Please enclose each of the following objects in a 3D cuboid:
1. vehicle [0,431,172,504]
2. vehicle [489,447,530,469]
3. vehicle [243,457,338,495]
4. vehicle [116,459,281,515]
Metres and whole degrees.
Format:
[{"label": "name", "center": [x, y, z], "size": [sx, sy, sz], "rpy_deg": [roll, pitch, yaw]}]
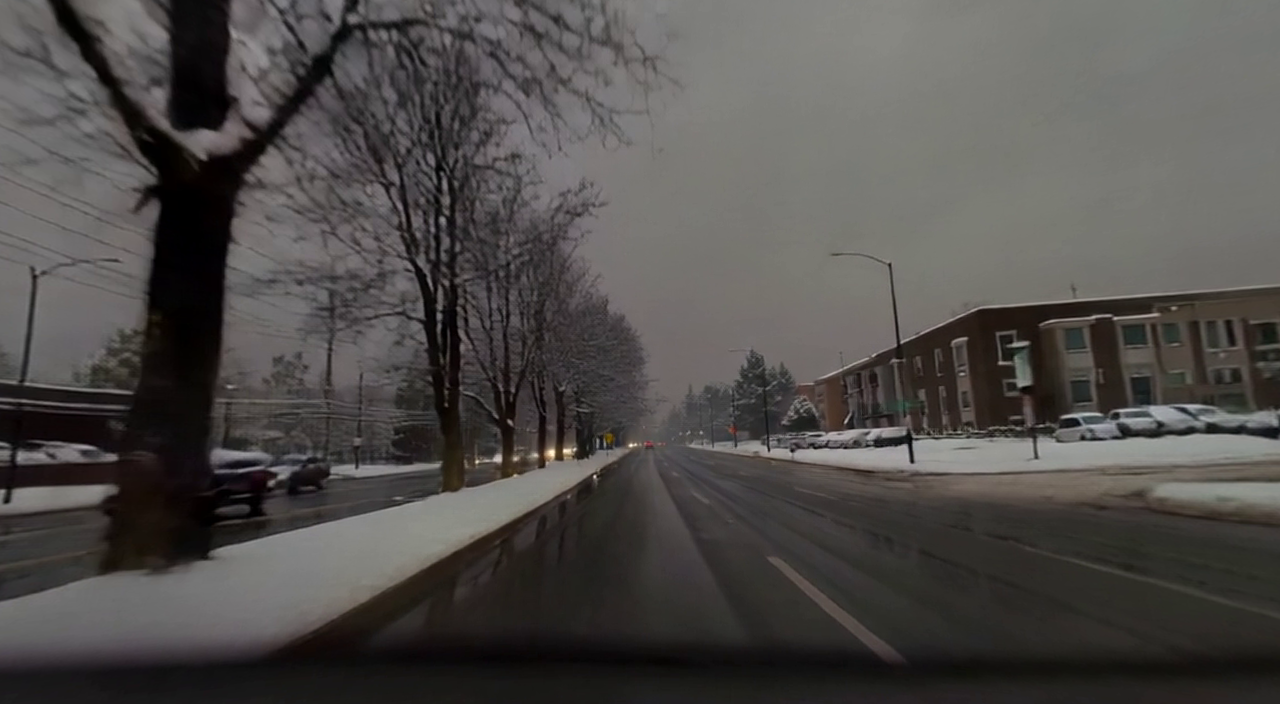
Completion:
[{"label": "vehicle", "center": [-36.290, 7.136, 38.954], "size": [2.908, 3.933, 16.577], "rpy_deg": [-3, -9, -3]}, {"label": "vehicle", "center": [-9.636, 7.827, 46.811], "size": [1.942, 1.468, 4.708], "rpy_deg": [0, -9, 1]}, {"label": "vehicle", "center": [-16.774, 5.953, 30.561], "size": [1.910, 1.589, 4.568], "rpy_deg": [0, -9, 1]}, {"label": "vehicle", "center": [-13.592, 4.133, 19.847], "size": [1.858, 1.454, 4.524], "rpy_deg": [-1, -9, 1]}]
